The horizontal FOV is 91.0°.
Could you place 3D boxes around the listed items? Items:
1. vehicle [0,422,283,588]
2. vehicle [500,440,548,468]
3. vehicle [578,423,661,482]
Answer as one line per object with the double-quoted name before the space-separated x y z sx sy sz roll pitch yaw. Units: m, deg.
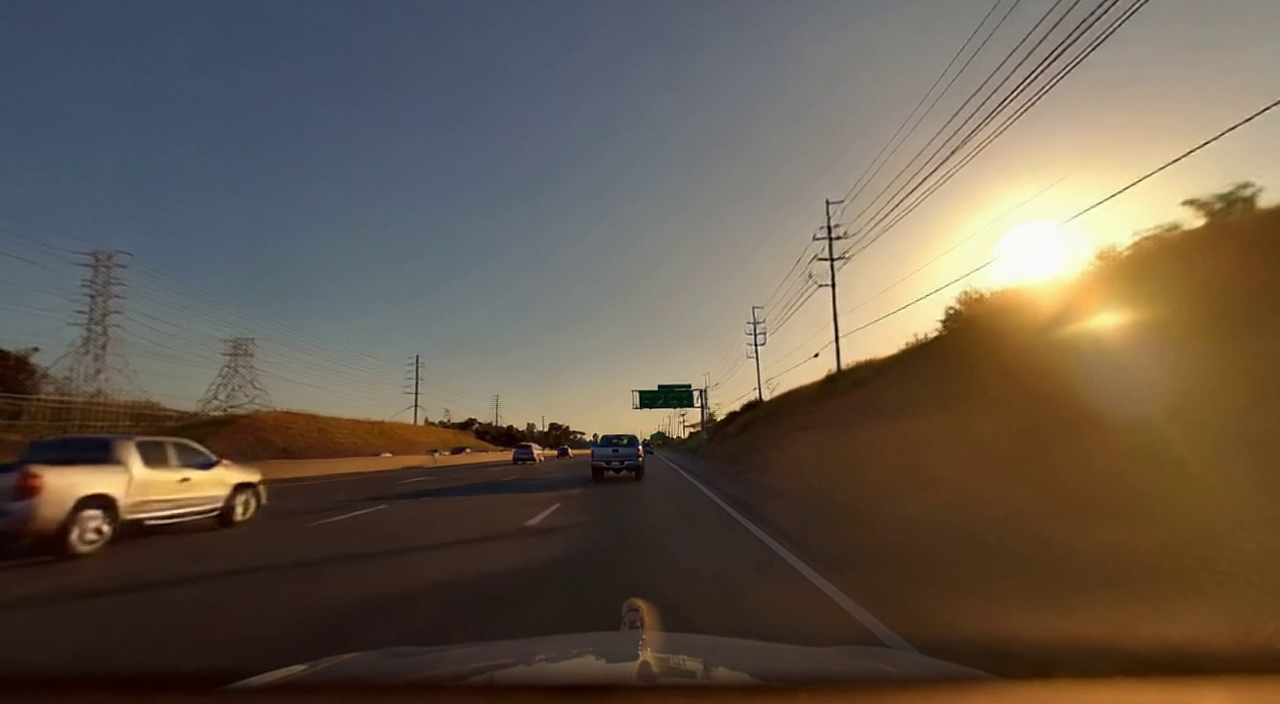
"vehicle" -7.125 1.737 7.905 2.189 1.553 5.202 0 -8 0
"vehicle" -7.130 6.314 39.075 2.055 1.618 4.457 0 -9 1
"vehicle" -0.732 4.081 25.761 2.972 2.087 6.126 0 -8 0
